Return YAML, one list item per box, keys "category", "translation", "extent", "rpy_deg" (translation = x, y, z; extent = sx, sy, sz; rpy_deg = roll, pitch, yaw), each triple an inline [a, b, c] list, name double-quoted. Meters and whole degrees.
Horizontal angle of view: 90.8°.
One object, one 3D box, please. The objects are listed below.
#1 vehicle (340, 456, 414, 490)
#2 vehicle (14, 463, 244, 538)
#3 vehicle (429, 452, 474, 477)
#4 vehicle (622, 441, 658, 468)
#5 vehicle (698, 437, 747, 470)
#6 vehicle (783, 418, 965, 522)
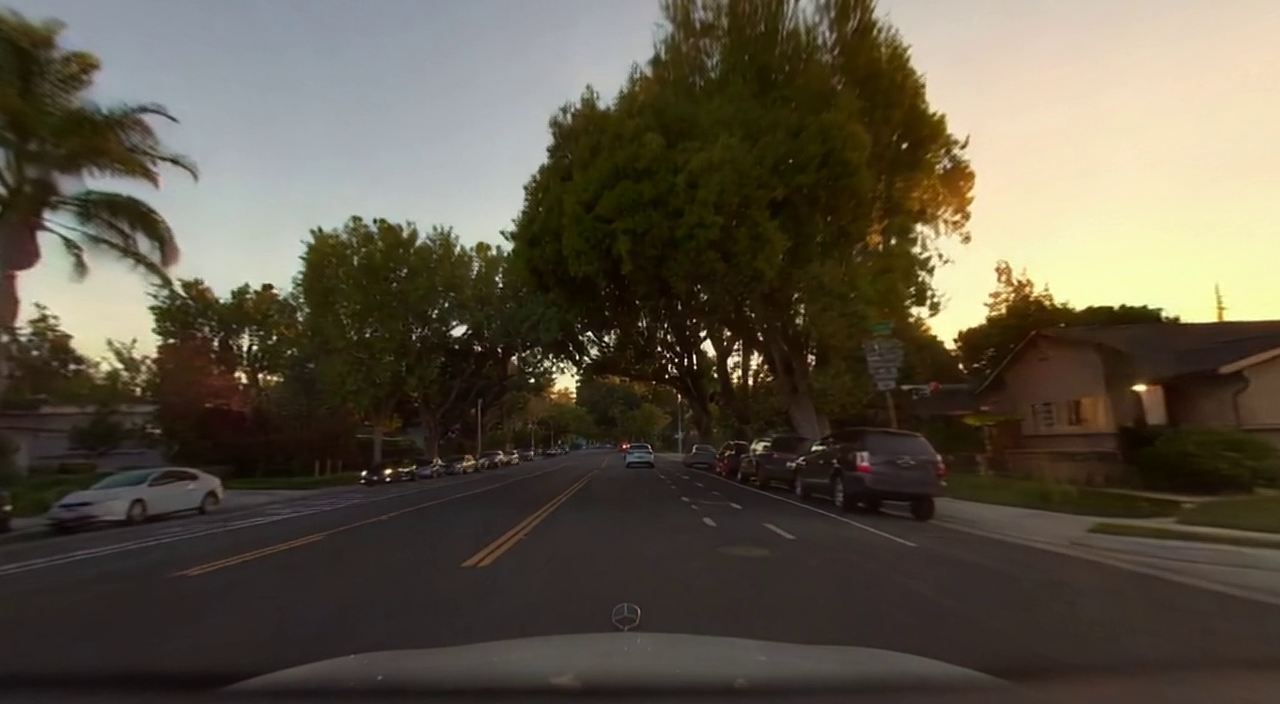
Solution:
- category: "vehicle"
  translation: [-12.755, 5.883, 30.988]
  extent: [1.819, 1.443, 4.273]
  rpy_deg: [0, -9, 0]
- category: "vehicle"
  translation: [-12.592, 3.639, 16.093]
  extent: [1.835, 1.488, 4.696]
  rpy_deg: [0, -9, 2]
- category: "vehicle"
  translation: [-12.778, 7.636, 43.081]
  extent: [1.882, 1.507, 4.638]
  rpy_deg: [0, -9, -3]
- category: "vehicle"
  translation: [-0.050, 6.163, 38.105]
  extent: [2.022, 1.471, 3.973]
  rpy_deg: [0, -9, -2]
- category: "vehicle"
  translation: [4.575, 5.741, 35.878]
  extent: [2.061, 1.742, 4.603]
  rpy_deg: [0, -9, -1]
- category: "vehicle"
  translation: [5.126, 2.630, 14.776]
  extent: [2.195, 2.000, 4.789]
  rpy_deg: [0, -8, -3]
